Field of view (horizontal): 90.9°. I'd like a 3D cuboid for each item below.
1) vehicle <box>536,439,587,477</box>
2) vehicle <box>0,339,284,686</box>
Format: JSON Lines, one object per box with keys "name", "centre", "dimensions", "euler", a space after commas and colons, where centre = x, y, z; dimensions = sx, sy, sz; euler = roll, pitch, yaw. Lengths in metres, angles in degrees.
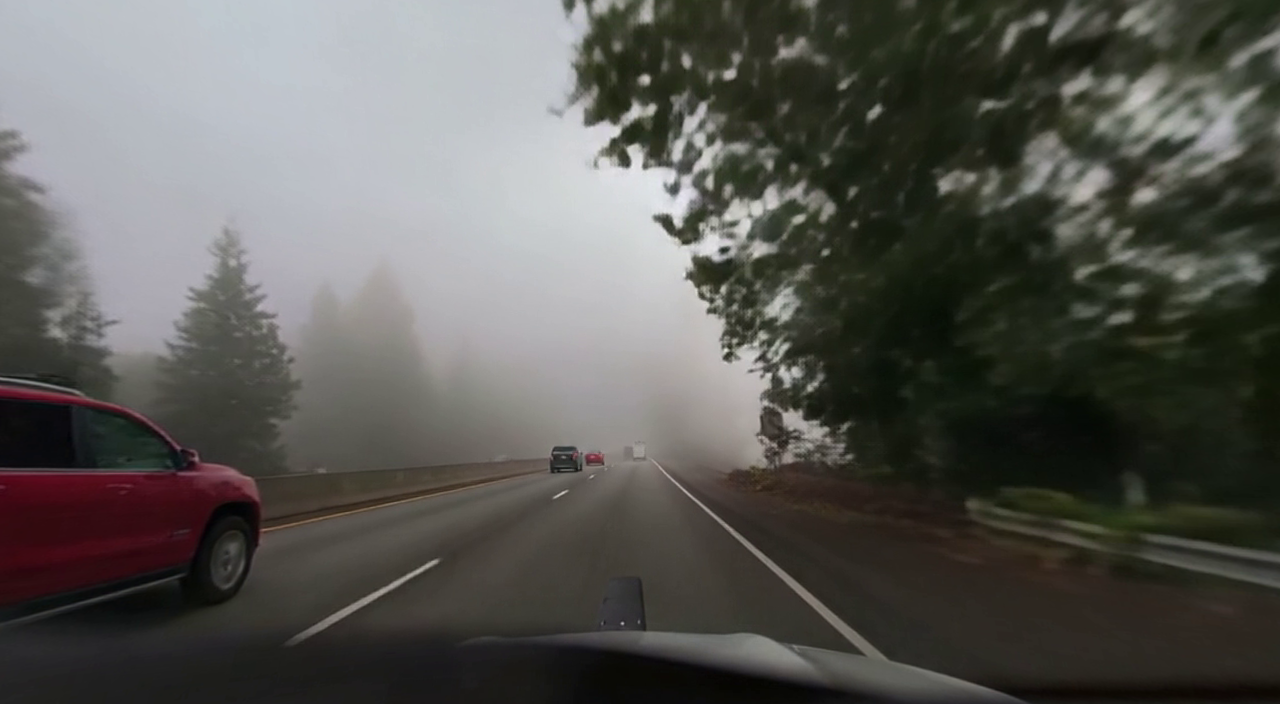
{"name": "vehicle", "centre": [-4.000, 5.522, 32.915], "dimensions": [2.056, 1.811, 4.202], "euler": [0, -9, 1]}
{"name": "vehicle", "centre": [-4.670, 0.967, 3.922], "dimensions": [2.102, 1.941, 4.703], "euler": [0, -9, 0]}
